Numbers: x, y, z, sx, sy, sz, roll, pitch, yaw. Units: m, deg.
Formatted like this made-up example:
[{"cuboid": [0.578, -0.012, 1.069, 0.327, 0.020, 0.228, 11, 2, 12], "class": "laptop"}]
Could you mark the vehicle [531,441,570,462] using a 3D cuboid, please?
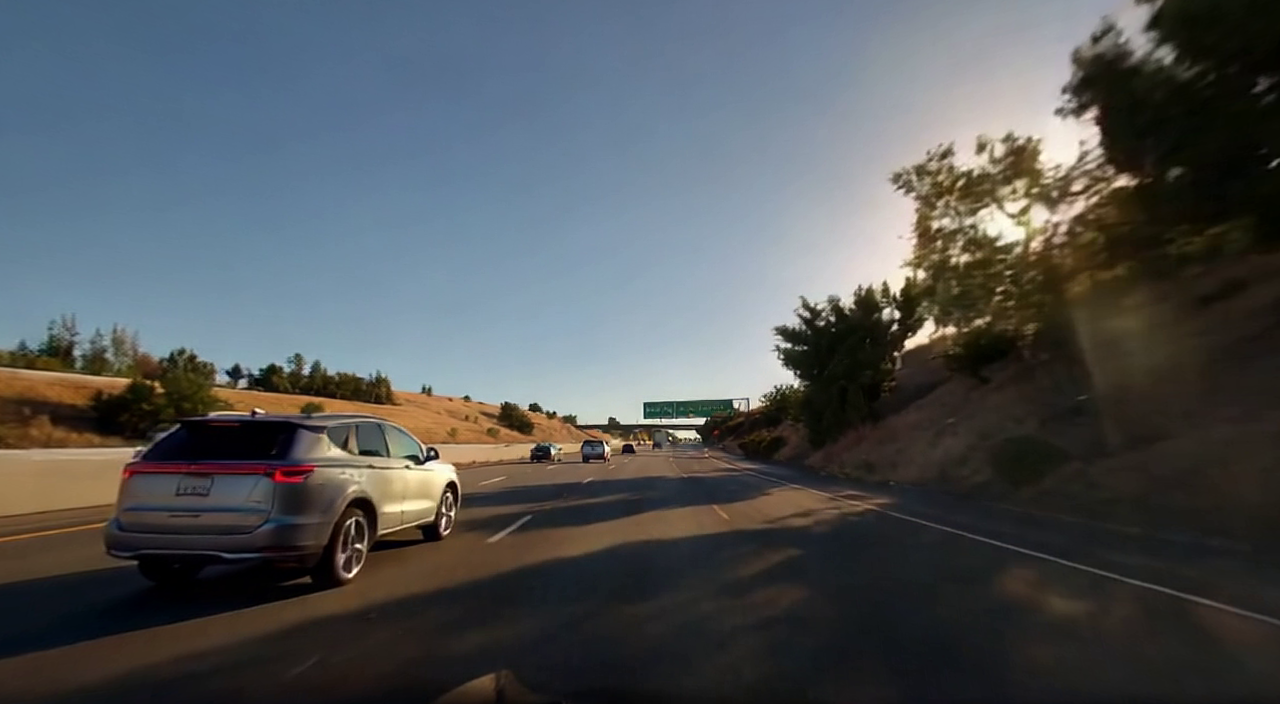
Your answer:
[{"cuboid": [-6.780, 7.563, 48.232, 2.145, 1.512, 4.404, 0, -8, 2], "class": "vehicle"}]

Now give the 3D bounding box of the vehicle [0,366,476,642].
[{"cuboid": [-3.570, 1.370, 6.713, 2.218, 1.848, 4.789, 0, -9, 2], "class": "vehicle"}]
